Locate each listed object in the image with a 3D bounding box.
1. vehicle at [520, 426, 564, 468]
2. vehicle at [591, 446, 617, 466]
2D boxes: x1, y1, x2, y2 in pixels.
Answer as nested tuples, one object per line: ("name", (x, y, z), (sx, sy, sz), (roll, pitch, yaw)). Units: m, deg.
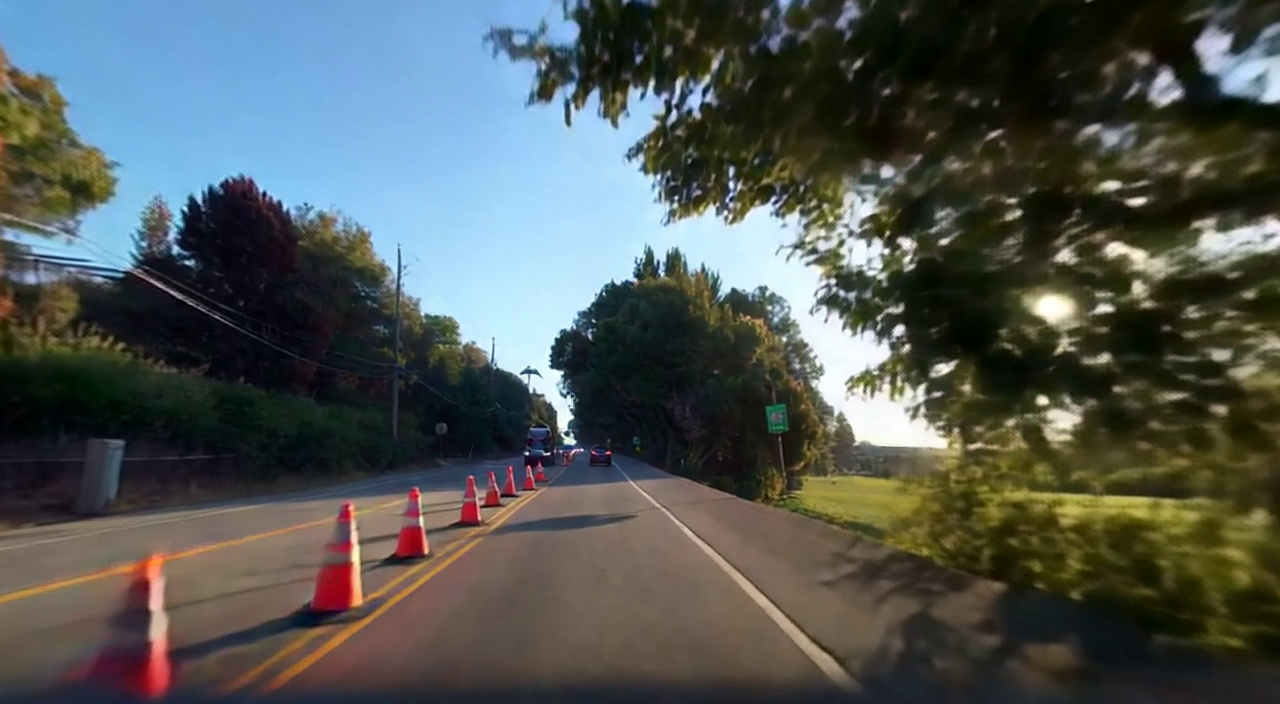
("vehicle", (-6.241, 6.111, 40.778), (2.380, 2.488, 4.028), (2, -8, -4))
("vehicle", (-2.864, 8.173, 49.982), (2.013, 1.481, 4.356), (0, -8, -3))
